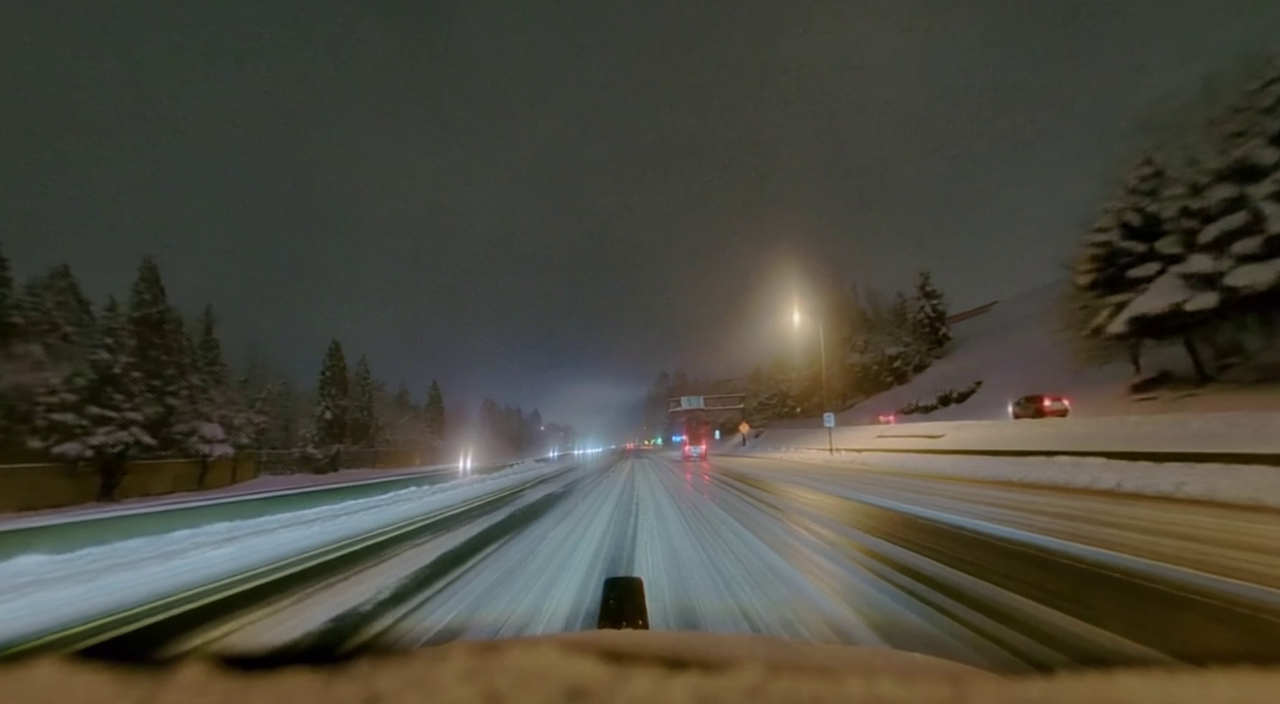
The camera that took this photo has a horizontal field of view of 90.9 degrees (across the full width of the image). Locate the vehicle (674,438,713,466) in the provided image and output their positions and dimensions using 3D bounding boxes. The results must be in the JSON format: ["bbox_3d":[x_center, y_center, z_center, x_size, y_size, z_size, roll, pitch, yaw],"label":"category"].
[{"bbox_3d":[3.471,6.606,41.759,2.099,1.748,4.331,0,-8,-2],"label":"vehicle"}]

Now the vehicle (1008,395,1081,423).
[{"bbox_3d":[25.722,3.671,40.253,1.887,1.537,3.996,0,-8,-1],"label":"vehicle"}]
